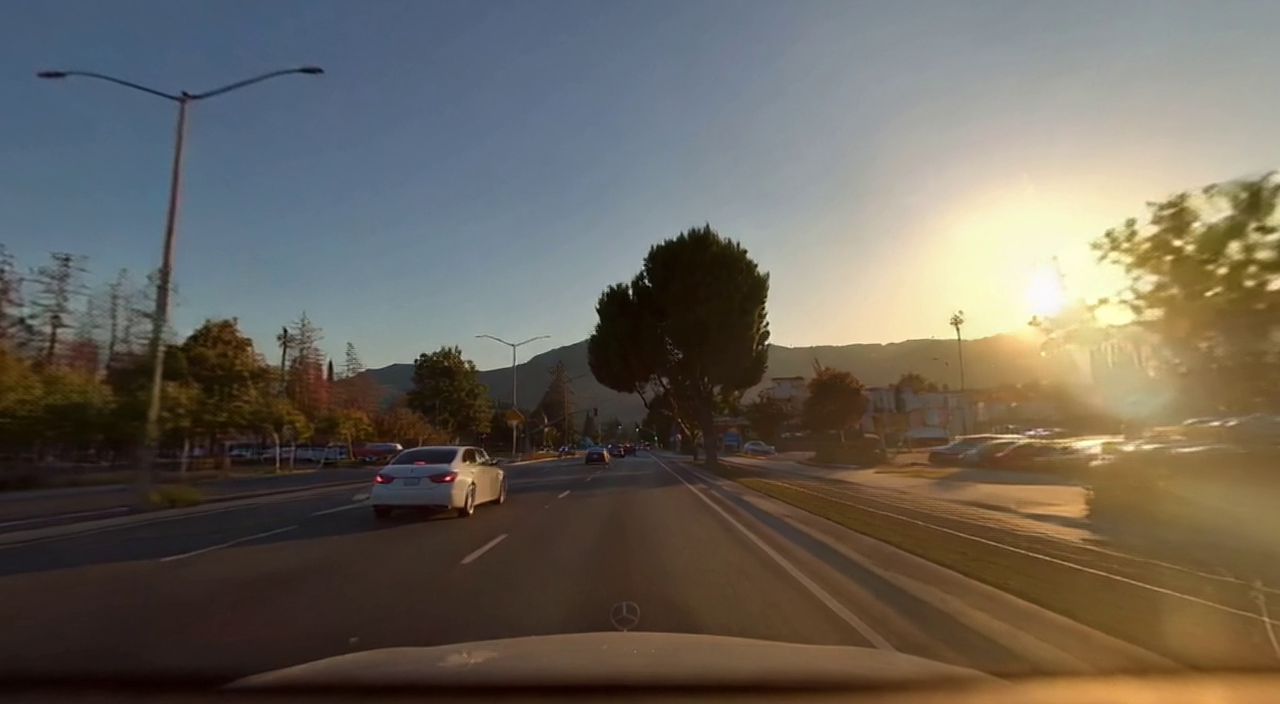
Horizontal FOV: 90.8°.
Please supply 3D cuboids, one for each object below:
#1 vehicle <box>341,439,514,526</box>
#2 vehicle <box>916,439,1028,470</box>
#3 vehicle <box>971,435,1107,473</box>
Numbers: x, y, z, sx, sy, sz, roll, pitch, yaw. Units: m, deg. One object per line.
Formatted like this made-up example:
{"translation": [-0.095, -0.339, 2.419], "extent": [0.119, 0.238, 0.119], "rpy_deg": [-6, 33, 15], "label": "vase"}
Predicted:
{"translation": [-4.085, 2.571, 13.073], "extent": [2.003, 1.454, 4.484], "rpy_deg": [0, -9, 0], "label": "vehicle"}
{"translation": [16.332, 5.063, 31.246], "extent": [4.429, 1.459, 1.967], "rpy_deg": [0, -9, 1], "label": "vehicle"}
{"translation": [16.102, 4.141, 25.672], "extent": [4.197, 1.466, 1.930], "rpy_deg": [0, -9, -2], "label": "vehicle"}
